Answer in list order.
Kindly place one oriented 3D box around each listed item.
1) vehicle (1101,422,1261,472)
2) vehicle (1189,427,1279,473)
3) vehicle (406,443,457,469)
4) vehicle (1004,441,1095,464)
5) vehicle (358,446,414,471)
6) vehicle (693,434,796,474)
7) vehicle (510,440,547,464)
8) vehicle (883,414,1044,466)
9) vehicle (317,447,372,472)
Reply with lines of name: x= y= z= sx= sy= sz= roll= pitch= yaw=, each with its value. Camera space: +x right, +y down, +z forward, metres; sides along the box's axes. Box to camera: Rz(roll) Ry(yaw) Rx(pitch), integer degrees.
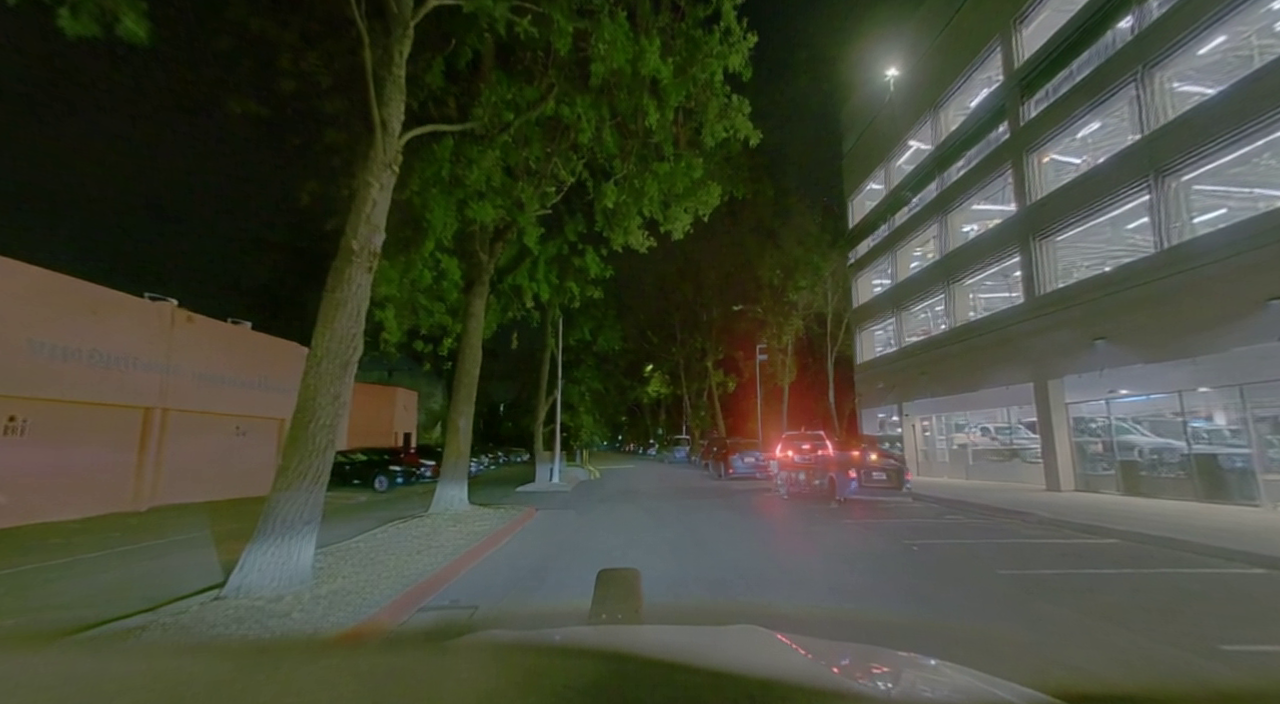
vehicle: x=25.516 y=4.491 z=29.941 sx=5.596 sy=2.168 sz=2.307 roll=2 pitch=-8 yaw=-4
vehicle: x=26.356 y=4.114 z=26.545 sx=4.591 sy=1.808 sz=2.016 roll=0 pitch=-9 yaw=0
vehicle: x=-14.472 y=7.191 z=44.036 sx=1.888 sy=1.657 sz=4.138 roll=0 pitch=-8 yaw=4
vehicle: x=26.214 y=6.428 z=40.505 sx=4.558 sy=1.452 sz=1.790 roll=0 pitch=-8 yaw=-2
vehicle: x=-17.327 y=7.255 z=43.326 sx=1.850 sy=1.531 sz=4.256 roll=0 pitch=-8 yaw=3
vehicle: x=4.929 y=4.761 z=29.570 sx=4.626 sy=1.723 sz=1.939 roll=5 pitch=-10 yaw=-33
vehicle: x=-7.994 y=7.232 z=45.731 sx=1.993 sy=1.640 sz=4.457 roll=0 pitch=-8 yaw=-1
vehicle: x=13.557 y=3.730 z=26.748 sx=5.540 sy=2.045 sz=2.259 roll=0 pitch=-8 yaw=-2
vehicle: x=-20.329 y=7.377 z=43.676 sx=1.880 sy=1.617 sz=3.870 roll=0 pitch=-8 yaw=1
